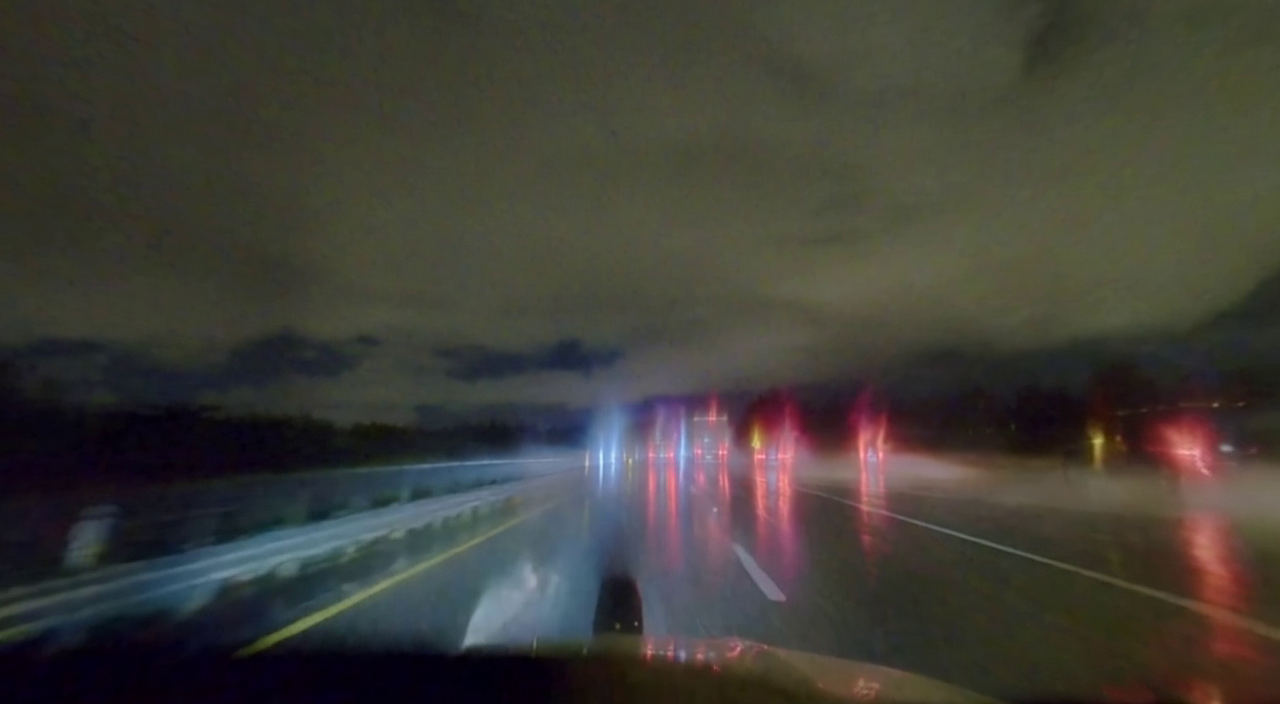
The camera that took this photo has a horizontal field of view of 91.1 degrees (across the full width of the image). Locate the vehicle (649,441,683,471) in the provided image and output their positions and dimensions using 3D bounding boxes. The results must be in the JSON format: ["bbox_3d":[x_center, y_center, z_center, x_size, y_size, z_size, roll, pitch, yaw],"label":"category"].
[{"bbox_3d":[2.017,7.806,47.378,2.271,2.049,4.894,-1,-9,5],"label":"vehicle"}]
